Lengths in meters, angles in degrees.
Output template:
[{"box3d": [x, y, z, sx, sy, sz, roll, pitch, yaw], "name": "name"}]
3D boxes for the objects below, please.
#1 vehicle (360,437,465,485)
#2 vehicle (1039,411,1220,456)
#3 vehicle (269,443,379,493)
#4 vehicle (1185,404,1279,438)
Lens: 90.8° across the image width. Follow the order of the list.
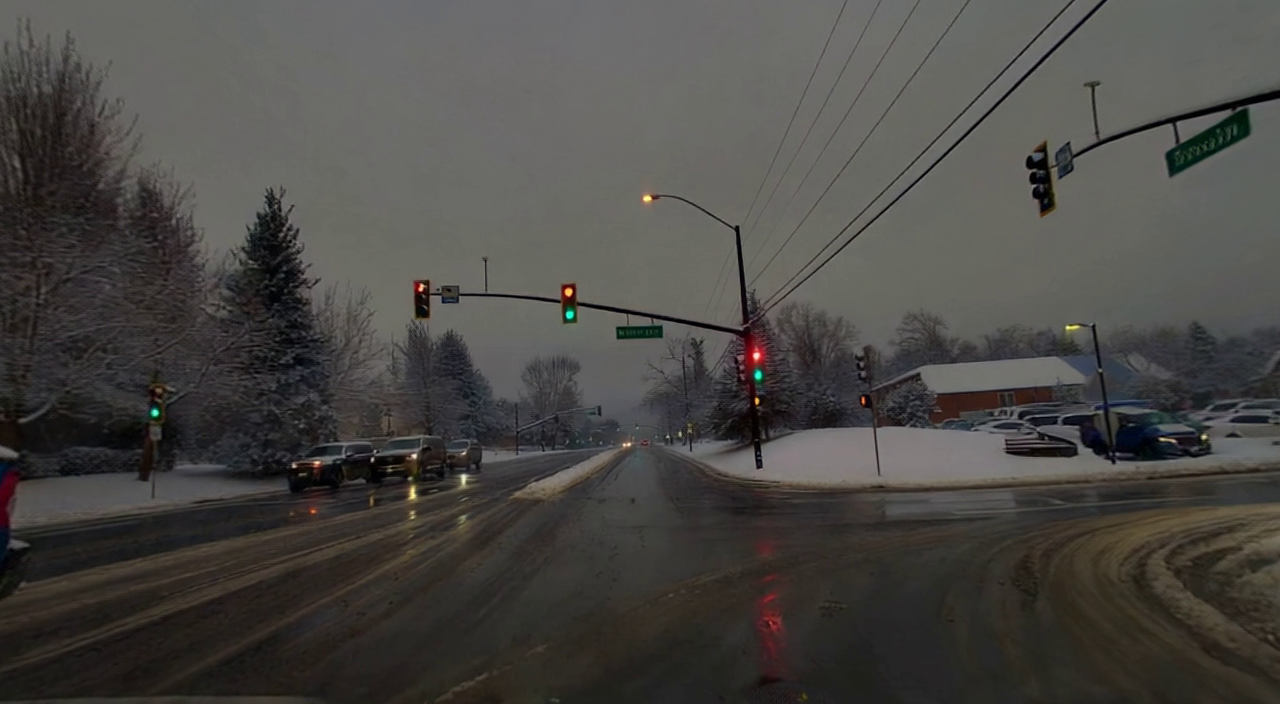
[{"box3d": [-10.183, 4.921, 28.953, 2.664, 1.940, 5.702, 0, -9, 0], "name": "vehicle"}, {"box3d": [16.917, 2.905, 22.131, 4.560, 1.453, 1.851, -3, -9, 18], "name": "vehicle"}, {"box3d": [-13.804, 5.070, 28.050, 2.306, 1.957, 4.968, 0, -9, -1], "name": "vehicle"}, {"box3d": [34.849, 4.006, 36.646, 4.326, 1.511, 1.725, -8, -9, 16], "name": "vehicle"}]
